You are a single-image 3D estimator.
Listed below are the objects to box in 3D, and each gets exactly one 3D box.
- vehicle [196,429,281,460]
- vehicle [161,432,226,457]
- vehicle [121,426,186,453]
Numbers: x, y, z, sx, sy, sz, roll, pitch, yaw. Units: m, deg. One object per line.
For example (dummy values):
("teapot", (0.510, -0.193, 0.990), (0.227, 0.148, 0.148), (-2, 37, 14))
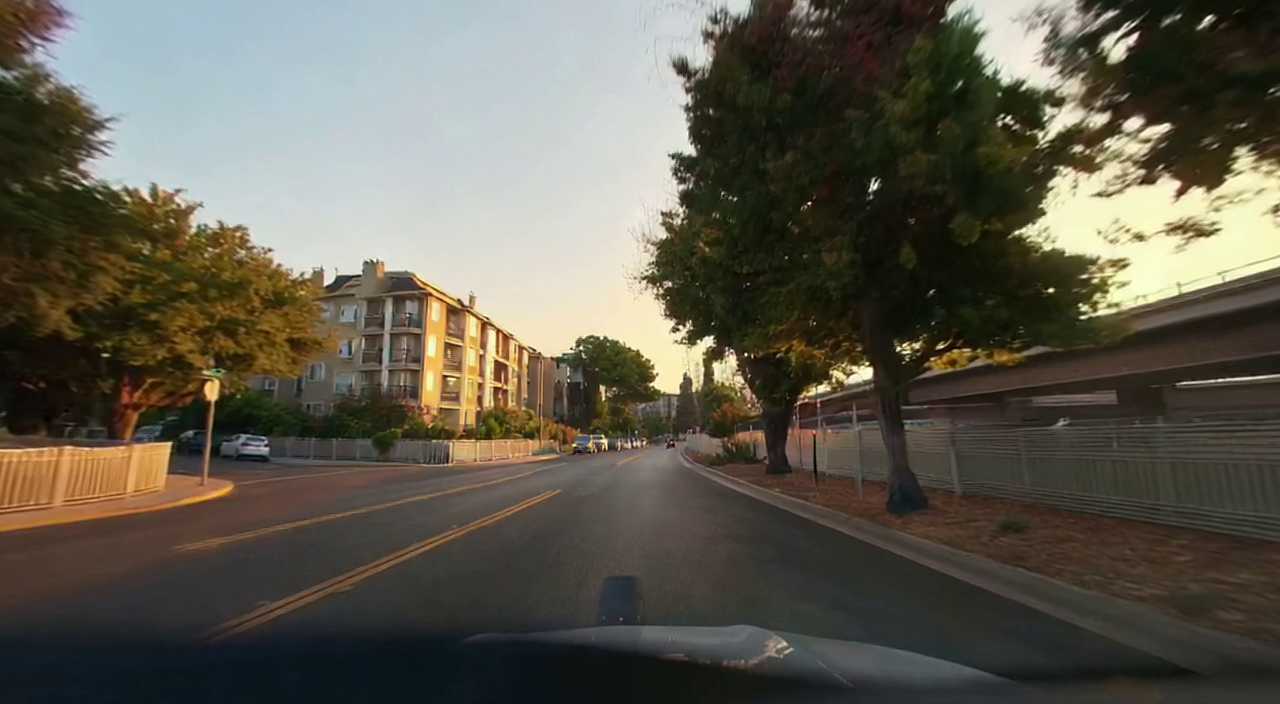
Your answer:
("vehicle", (-24.674, 5.680, 38.783), (5.078, 1.794, 2.210), (-5, -10, 30))
("vehicle", (-29.321, 6.069, 41.449), (4.245, 1.564, 1.895), (-5, -10, 32))
("vehicle", (-34.587, 6.254, 44.883), (4.503, 1.838, 2.069), (-5, -10, 32))
